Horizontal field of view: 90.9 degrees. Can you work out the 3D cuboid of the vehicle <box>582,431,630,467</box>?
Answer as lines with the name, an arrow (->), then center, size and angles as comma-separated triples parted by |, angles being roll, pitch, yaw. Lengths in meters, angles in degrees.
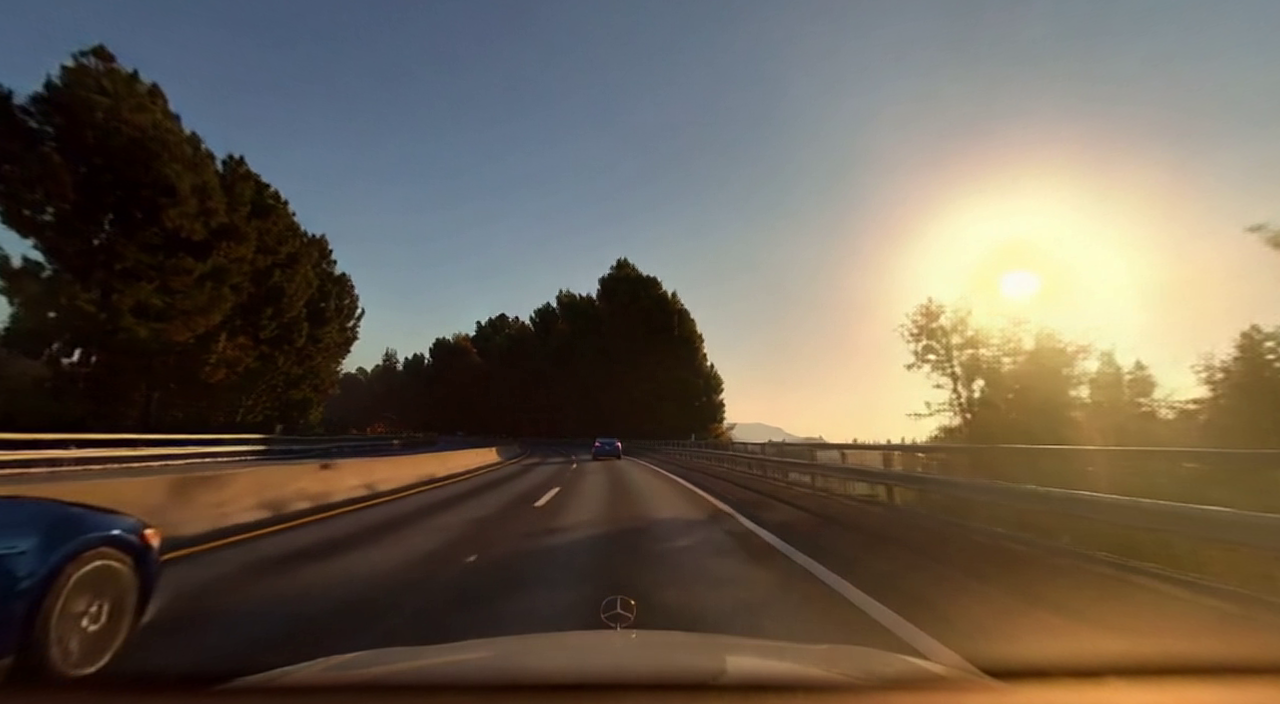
vehicle -> -1.869, 5.259, 34.482 | 2.452, 1.857, 4.022 | 1, -8, -3
